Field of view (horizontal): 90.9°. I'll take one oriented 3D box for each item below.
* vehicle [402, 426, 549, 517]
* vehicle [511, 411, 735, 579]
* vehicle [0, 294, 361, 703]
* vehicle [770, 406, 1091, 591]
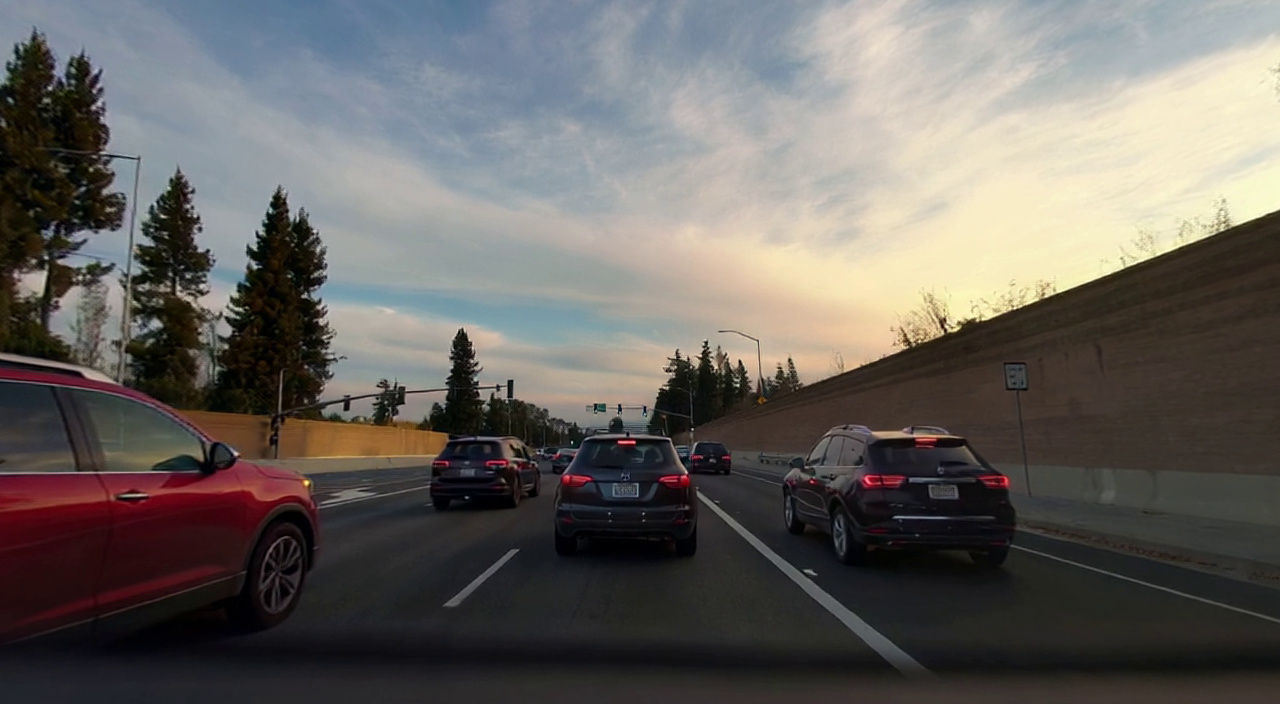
[{"bbox_3d":[-3.529,2.664,14.596,2.067,1.759,4.631,0,-8,1],"label":"vehicle"},{"bbox_3d":[-0.140,1.735,8.388,2.245,1.677,3.913,0,-8,1],"label":"vehicle"},{"bbox_3d":[-3.522,0.863,3.271,2.070,1.913,4.450,0,-8,0],"label":"vehicle"},{"bbox_3d":[3.144,1.677,8.060,2.029,1.702,4.281,0,-8,0],"label":"vehicle"}]
